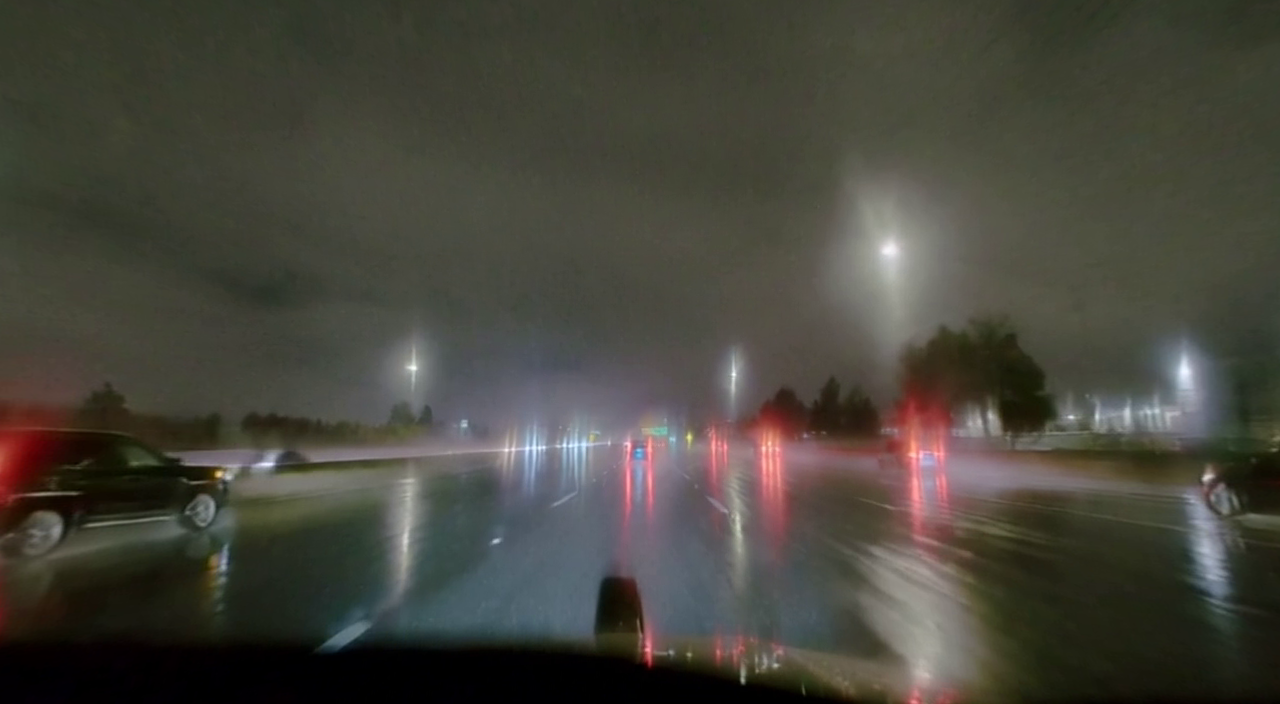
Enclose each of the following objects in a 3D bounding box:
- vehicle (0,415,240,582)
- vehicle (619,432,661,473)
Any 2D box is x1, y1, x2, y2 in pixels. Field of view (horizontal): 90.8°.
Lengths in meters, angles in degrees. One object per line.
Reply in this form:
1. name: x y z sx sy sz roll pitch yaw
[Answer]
1. vehicle: -6.928 1.548 7.128 1.967 1.538 4.295 0 -8 0
2. vehicle: 0.038 4.921 31.016 1.893 1.827 4.513 0 -8 1
